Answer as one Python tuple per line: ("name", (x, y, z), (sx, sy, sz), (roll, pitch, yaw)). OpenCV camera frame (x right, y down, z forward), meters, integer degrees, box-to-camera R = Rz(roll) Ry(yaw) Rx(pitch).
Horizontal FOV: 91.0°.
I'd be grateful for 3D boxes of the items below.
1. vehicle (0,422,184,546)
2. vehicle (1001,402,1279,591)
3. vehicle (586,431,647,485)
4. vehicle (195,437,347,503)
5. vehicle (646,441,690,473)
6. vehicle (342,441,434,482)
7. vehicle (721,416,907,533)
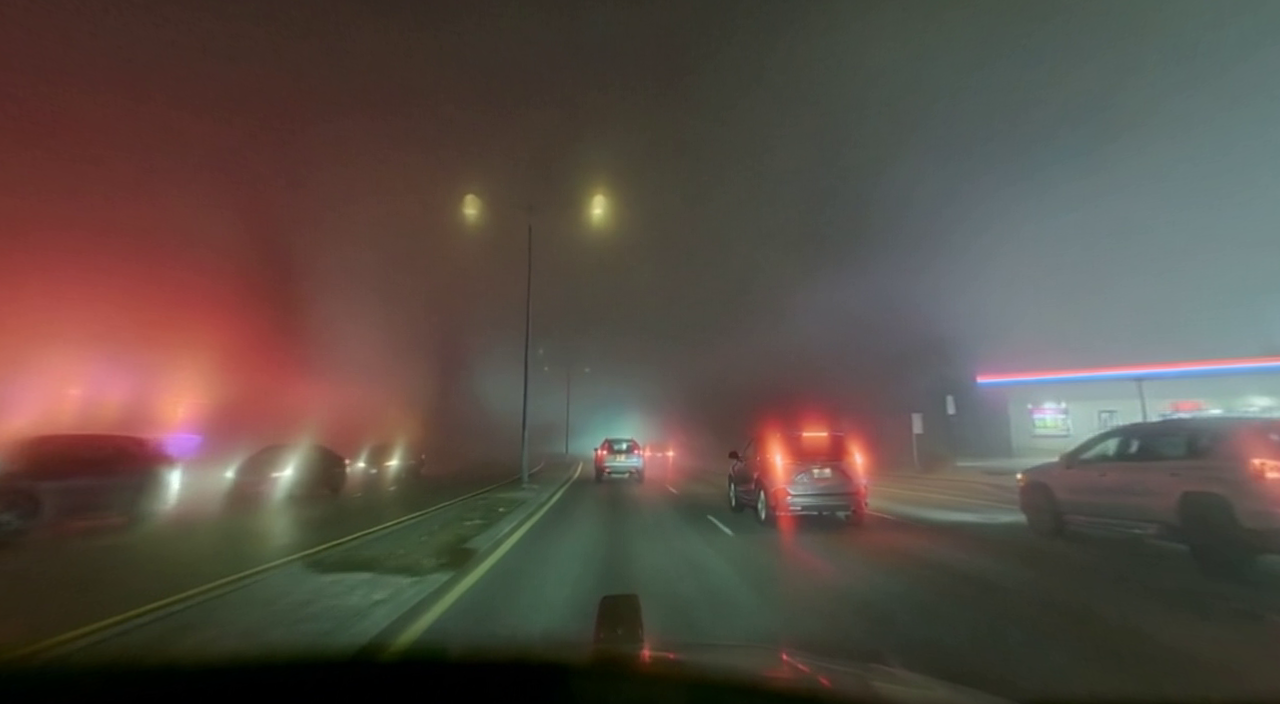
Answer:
("vehicle", (-9.214, 1.880, 9.354), (1.943, 1.575, 3.927), (0, -8, -2))
("vehicle", (6.601, 1.531, 7.298), (2.047, 1.653, 4.423), (0, -8, -3))
("vehicle", (-0.938, 3.873, 23.278), (2.051, 1.798, 4.168), (1, -8, -4))
("vehicle", (-9.015, 2.879, 15.782), (1.665, 1.442, 3.720), (0, -8, -2))
("vehicle", (1.430, 5.551, 33.634), (1.800, 1.592, 3.658), (1, -8, -6))
("vehicle", (-9.655, 4.218, 24.533), (1.872, 1.439, 4.507), (0, -8, -2))
("vehicle", (2.914, 2.169, 11.682), (2.000, 1.745, 4.206), (1, -8, -4))
